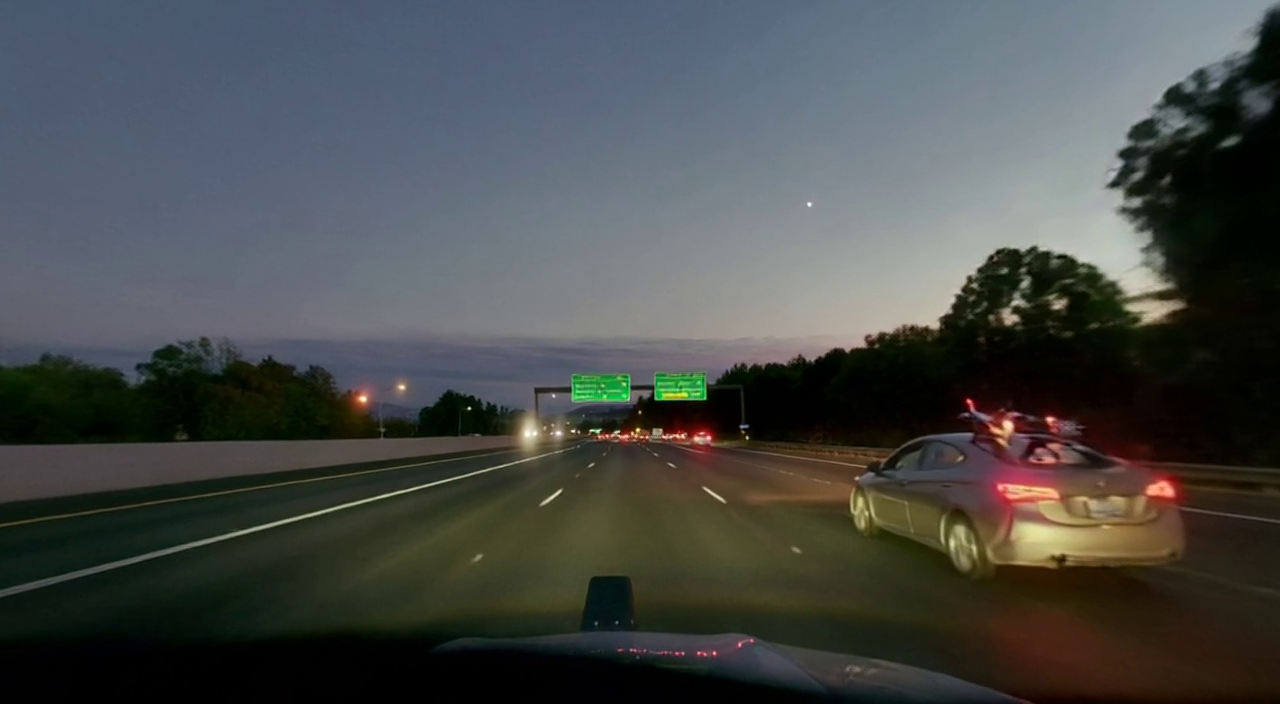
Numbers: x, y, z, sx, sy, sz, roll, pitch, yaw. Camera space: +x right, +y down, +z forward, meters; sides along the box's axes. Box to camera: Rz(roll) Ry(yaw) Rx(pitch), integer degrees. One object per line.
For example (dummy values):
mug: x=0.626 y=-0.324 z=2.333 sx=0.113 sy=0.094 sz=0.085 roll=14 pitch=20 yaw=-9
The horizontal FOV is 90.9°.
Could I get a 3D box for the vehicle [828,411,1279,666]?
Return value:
vehicle: x=3.606 y=1.368 z=5.957 sx=2.094 sy=1.441 sz=4.568 roll=0 pitch=-8 yaw=-2
